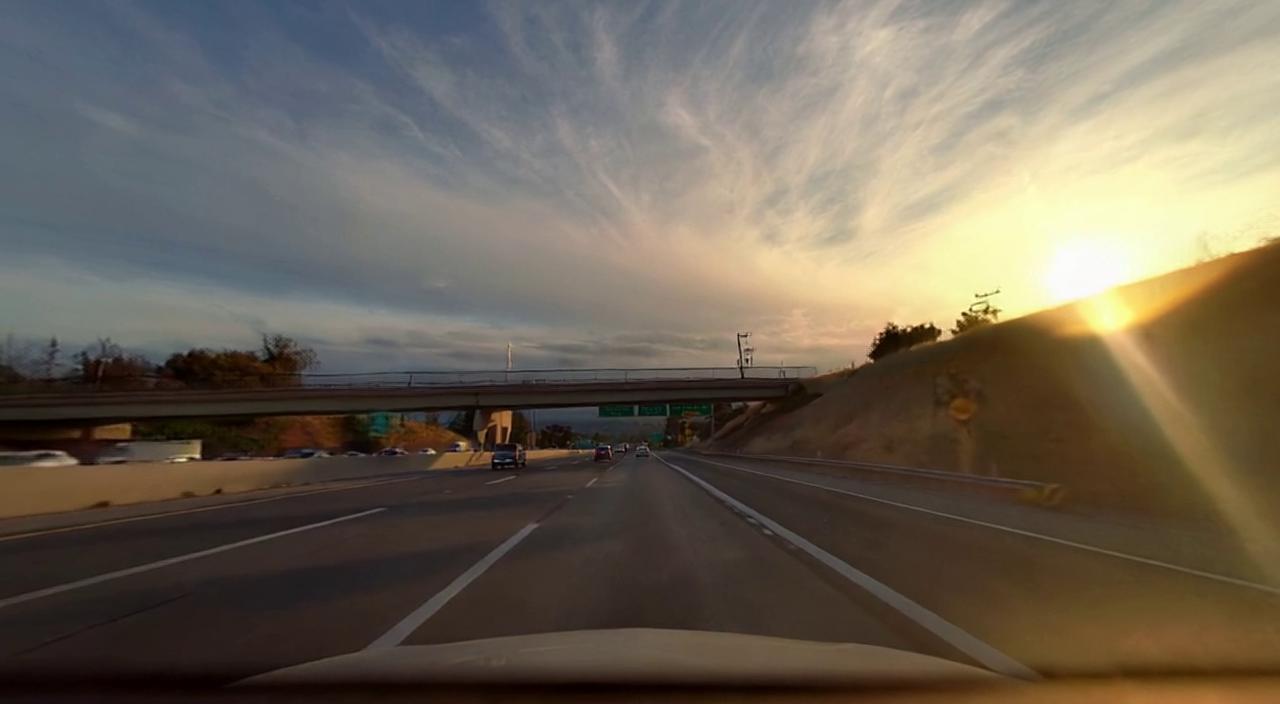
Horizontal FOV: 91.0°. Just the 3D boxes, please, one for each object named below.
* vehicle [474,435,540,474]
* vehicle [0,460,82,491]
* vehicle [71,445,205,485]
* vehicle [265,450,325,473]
[{"bbox_3d":[-7.209,5.633,34.913,2.341,1.959,5.684,0,-9,1],"label":"vehicle"},{"bbox_3d":[-34.100,6.826,35.035,1.833,1.492,4.588,0,-9,-1],"label":"vehicle"},{"bbox_3d":[-26.454,5.927,33.569,2.246,1.917,5.901,0,-9,0],"label":"vehicle"},{"bbox_3d":[-26.878,8.532,49.256,2.001,1.610,4.667,0,-9,1],"label":"vehicle"}]
